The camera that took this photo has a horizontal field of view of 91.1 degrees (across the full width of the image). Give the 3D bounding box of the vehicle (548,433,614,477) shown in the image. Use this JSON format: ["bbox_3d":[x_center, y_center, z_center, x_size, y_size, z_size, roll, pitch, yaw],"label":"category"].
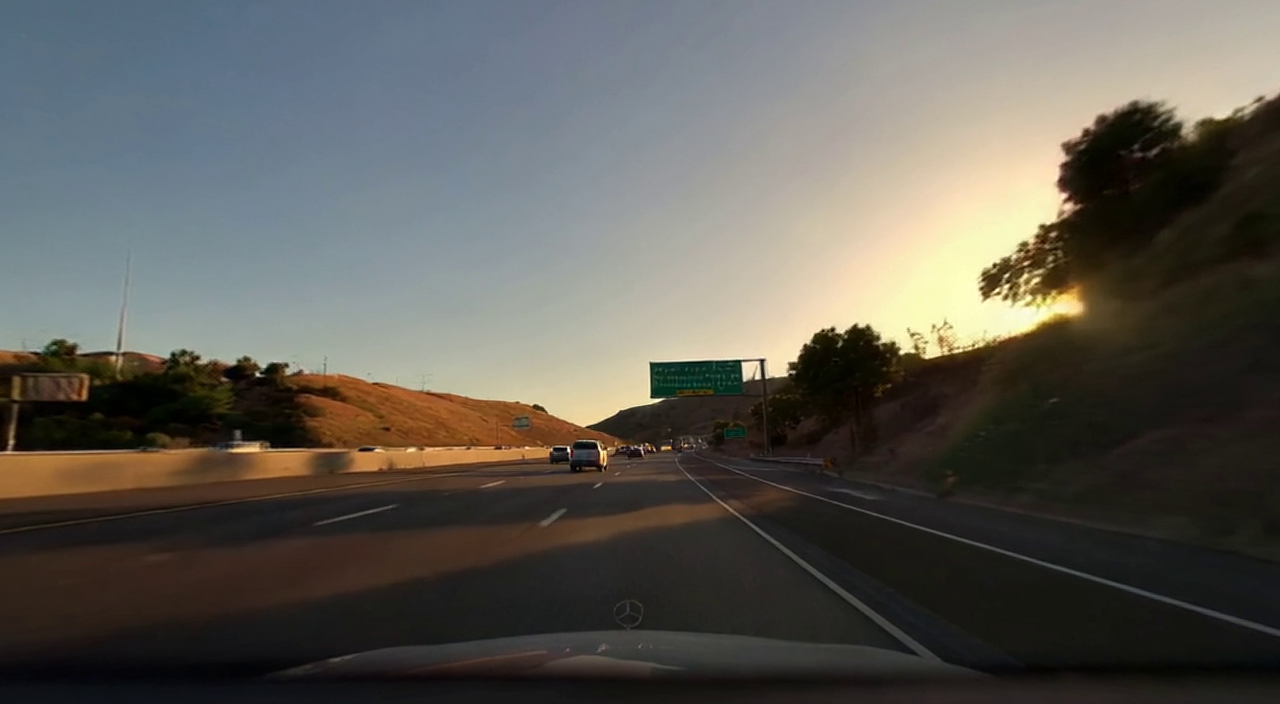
[{"bbox_3d":[-2.658,4.826,29.604,2.413,1.896,5.218,0,-9,2],"label":"vehicle"}]
